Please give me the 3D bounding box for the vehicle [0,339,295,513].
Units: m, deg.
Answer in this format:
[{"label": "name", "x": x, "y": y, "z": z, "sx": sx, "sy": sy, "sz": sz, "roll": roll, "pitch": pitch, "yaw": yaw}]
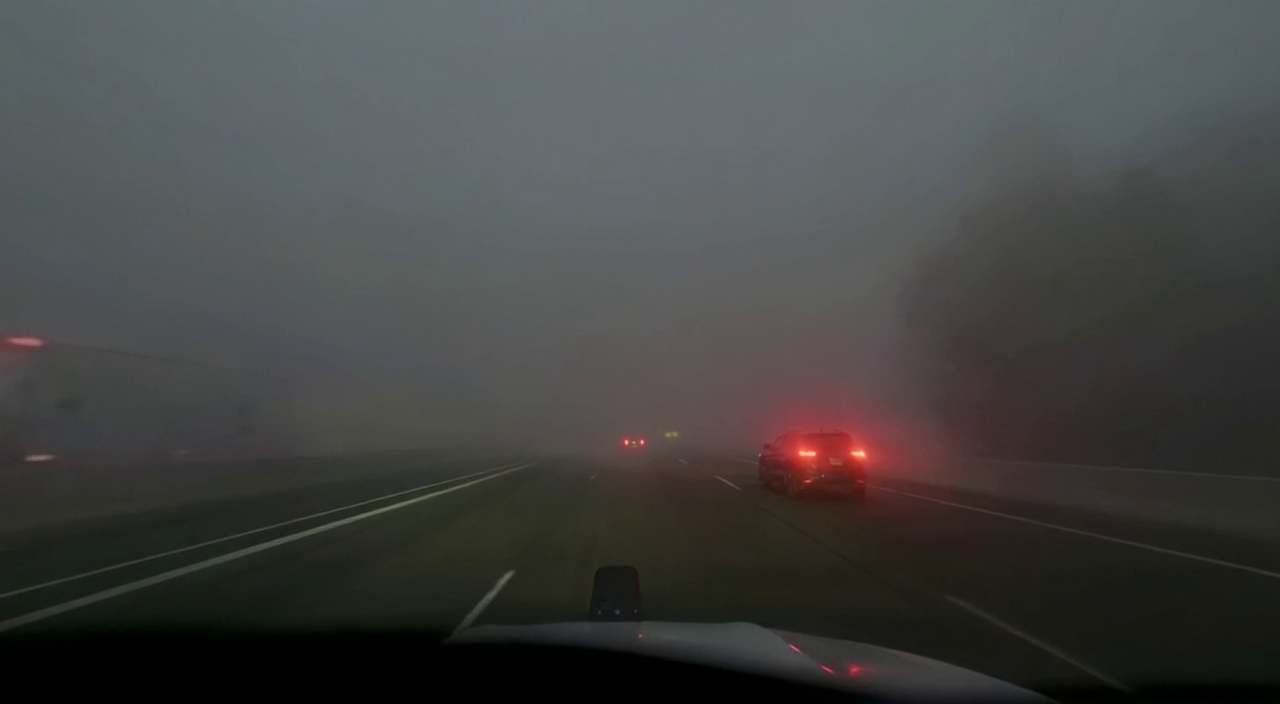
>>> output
[{"label": "vehicle", "x": -16.543, "y": 2.521, "z": 20.659, "sx": 2.849, "sy": 4.030, "sz": 14.128, "roll": 0, "pitch": -8, "yaw": -2}]
